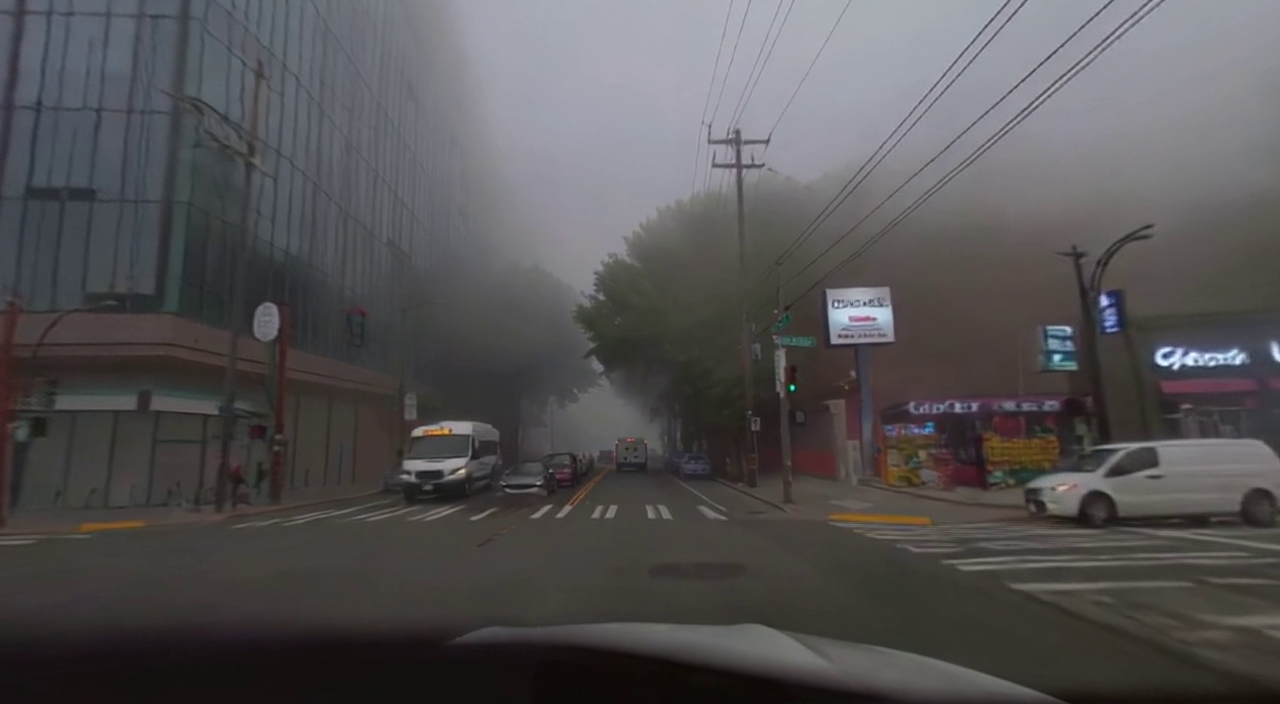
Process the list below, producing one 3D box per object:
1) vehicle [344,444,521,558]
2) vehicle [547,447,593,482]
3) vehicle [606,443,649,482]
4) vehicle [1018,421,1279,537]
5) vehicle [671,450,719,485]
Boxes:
[{"bbox_3d":[-3.501,2.534,11.599,2.026,1.616,4.109,0,-8,-3],"label":"vehicle"},{"bbox_3d":[-3.691,5.999,34.154,1.983,1.727,4.294,0,-8,0],"label":"vehicle"},{"bbox_3d":[-0.708,5.795,33.533,2.127,1.893,4.194,1,-8,-2],"label":"vehicle"},{"bbox_3d":[10.137,2.232,11.476,4.966,1.826,2.209,-3,-9,7],"label":"vehicle"},{"bbox_3d":[2.700,5.833,32.182,1.934,1.633,4.271,1,-8,-2],"label":"vehicle"}]
